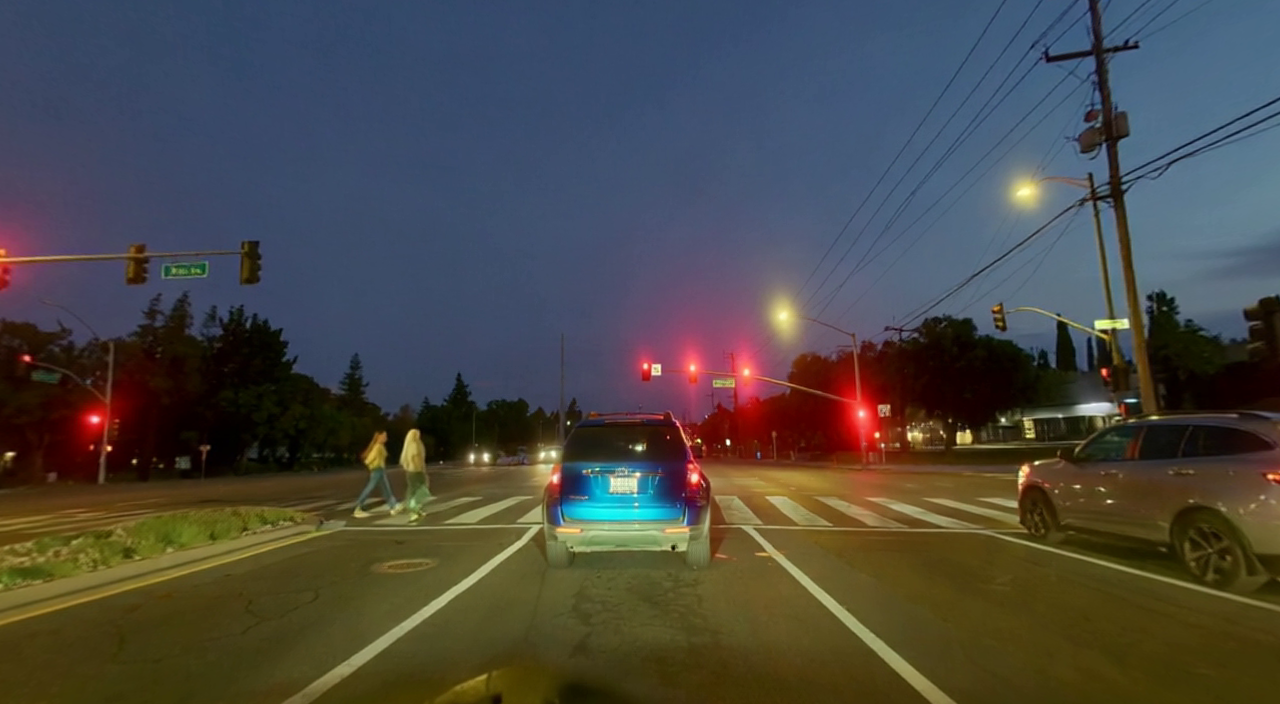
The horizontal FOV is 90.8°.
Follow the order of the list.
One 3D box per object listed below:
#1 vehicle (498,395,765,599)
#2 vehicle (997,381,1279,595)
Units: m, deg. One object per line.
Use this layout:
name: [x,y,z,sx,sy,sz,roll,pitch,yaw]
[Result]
vehicle: [-0.107,1.565,7.636,2.285,1.729,4.252,0,-9,-1]
vehicle: [6.576,1.439,7.235,2.119,1.827,4.806,0,-9,0]
